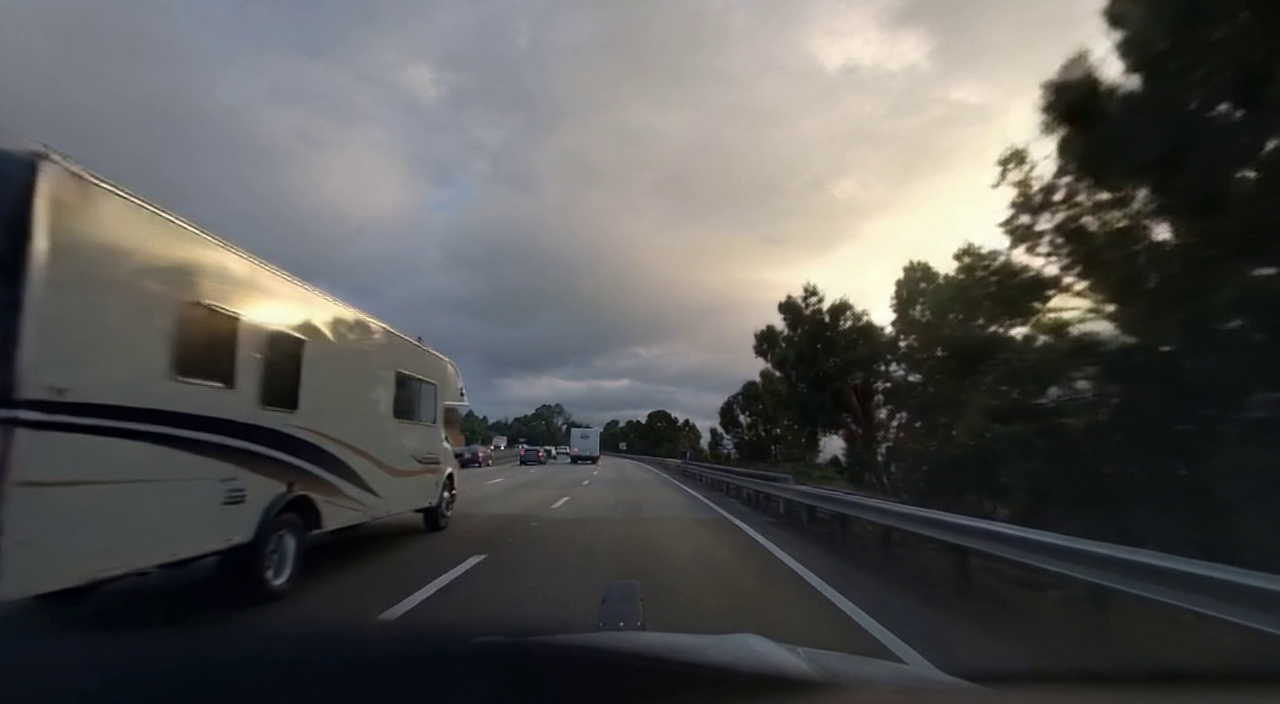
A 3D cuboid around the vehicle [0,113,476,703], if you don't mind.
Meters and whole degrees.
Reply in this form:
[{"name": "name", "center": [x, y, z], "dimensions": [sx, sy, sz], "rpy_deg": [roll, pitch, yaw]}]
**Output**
[{"name": "vehicle", "center": [-4.125, 0.820, 6.854], "dimensions": [2.542, 2.965, 7.637], "rpy_deg": [0, -9, 0]}]
